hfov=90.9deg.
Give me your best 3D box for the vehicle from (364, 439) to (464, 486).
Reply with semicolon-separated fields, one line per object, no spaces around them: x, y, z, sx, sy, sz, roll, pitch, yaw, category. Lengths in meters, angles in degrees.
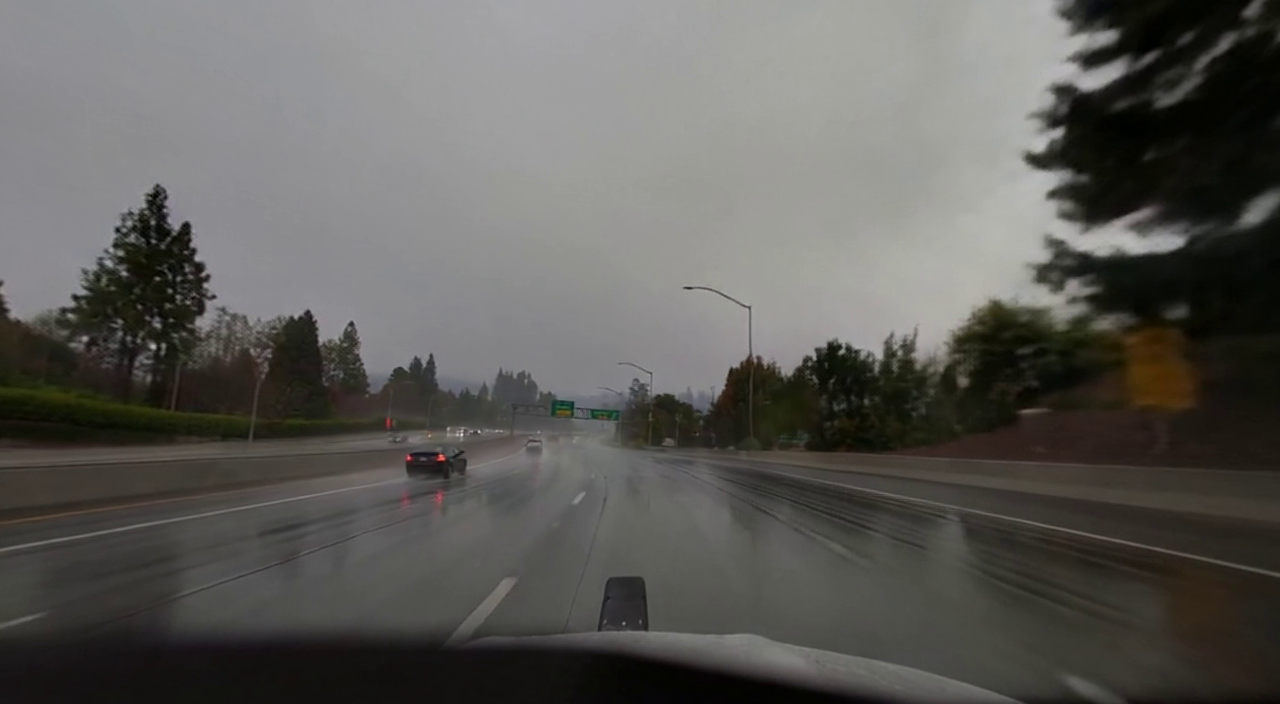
-7.933;3.898;22.606;2.025;1.494;4.495;0;-8;-2;vehicle
